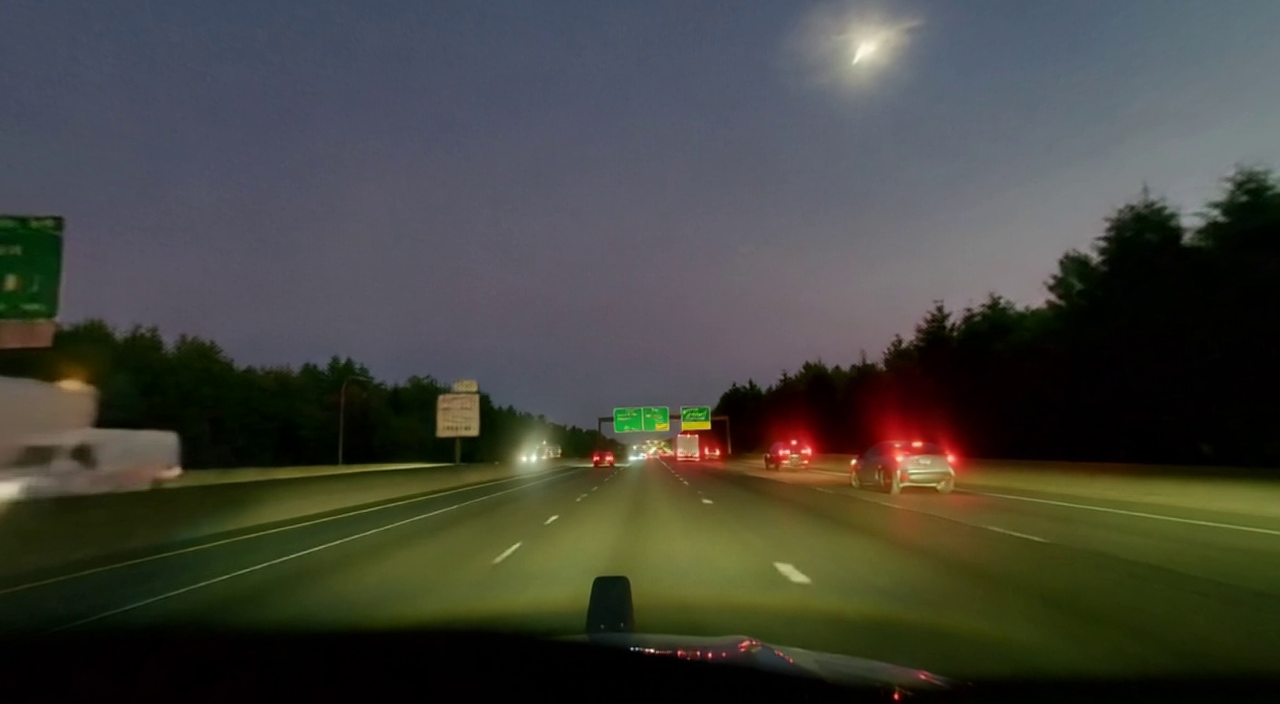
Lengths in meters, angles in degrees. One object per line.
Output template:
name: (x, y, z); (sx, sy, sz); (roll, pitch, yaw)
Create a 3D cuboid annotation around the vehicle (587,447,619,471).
vehicle: (-2.734, 8.029, 47.478); (2.086, 1.650, 4.122); (0, -9, 1)

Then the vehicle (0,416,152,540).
vehicle: (-14.438, 2.786, 14.190); (2.331, 2.554, 5.554); (0, -9, 0)
